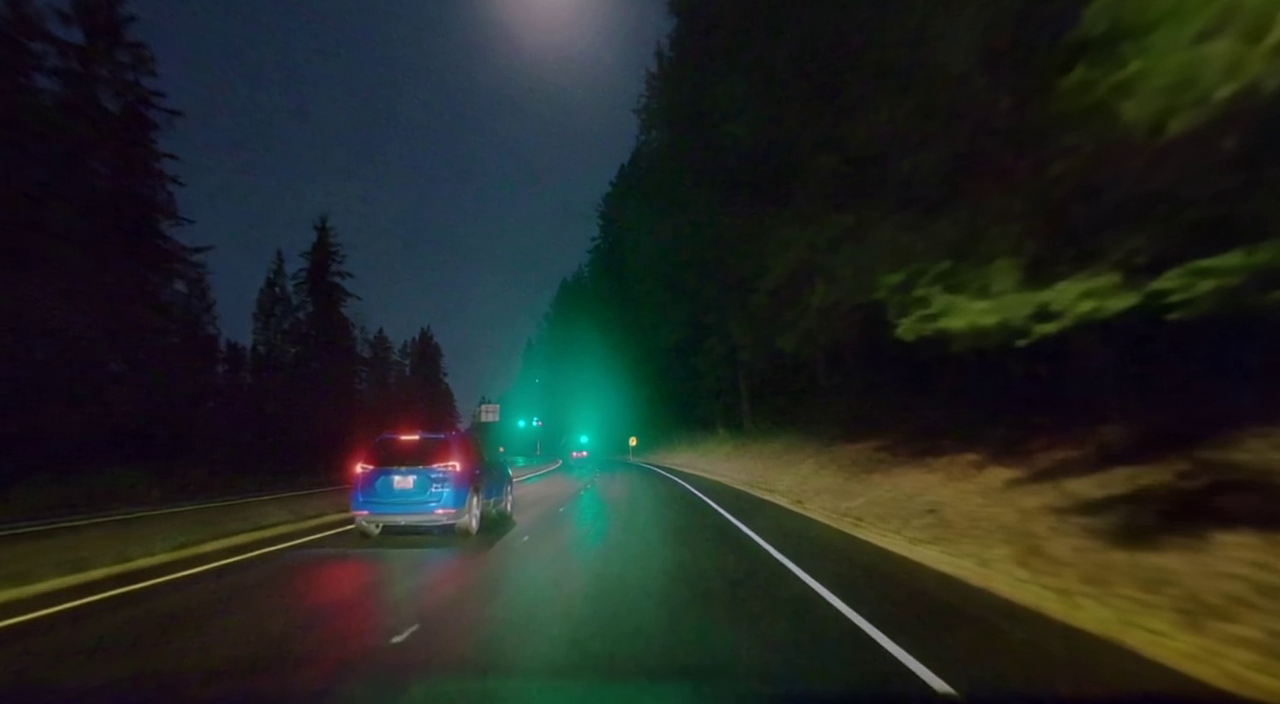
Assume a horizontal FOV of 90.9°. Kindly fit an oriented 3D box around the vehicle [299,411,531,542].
[{"bbox_3d":[-3.667,2.156,11.597,2.336,1.857,4.986,0,-8,1],"label":"vehicle"}]

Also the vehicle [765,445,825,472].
[{"bbox_3d":[8.918,6.184,36.529,1.606,1.438,3.446,2,-10,-23],"label":"vehicle"}]
